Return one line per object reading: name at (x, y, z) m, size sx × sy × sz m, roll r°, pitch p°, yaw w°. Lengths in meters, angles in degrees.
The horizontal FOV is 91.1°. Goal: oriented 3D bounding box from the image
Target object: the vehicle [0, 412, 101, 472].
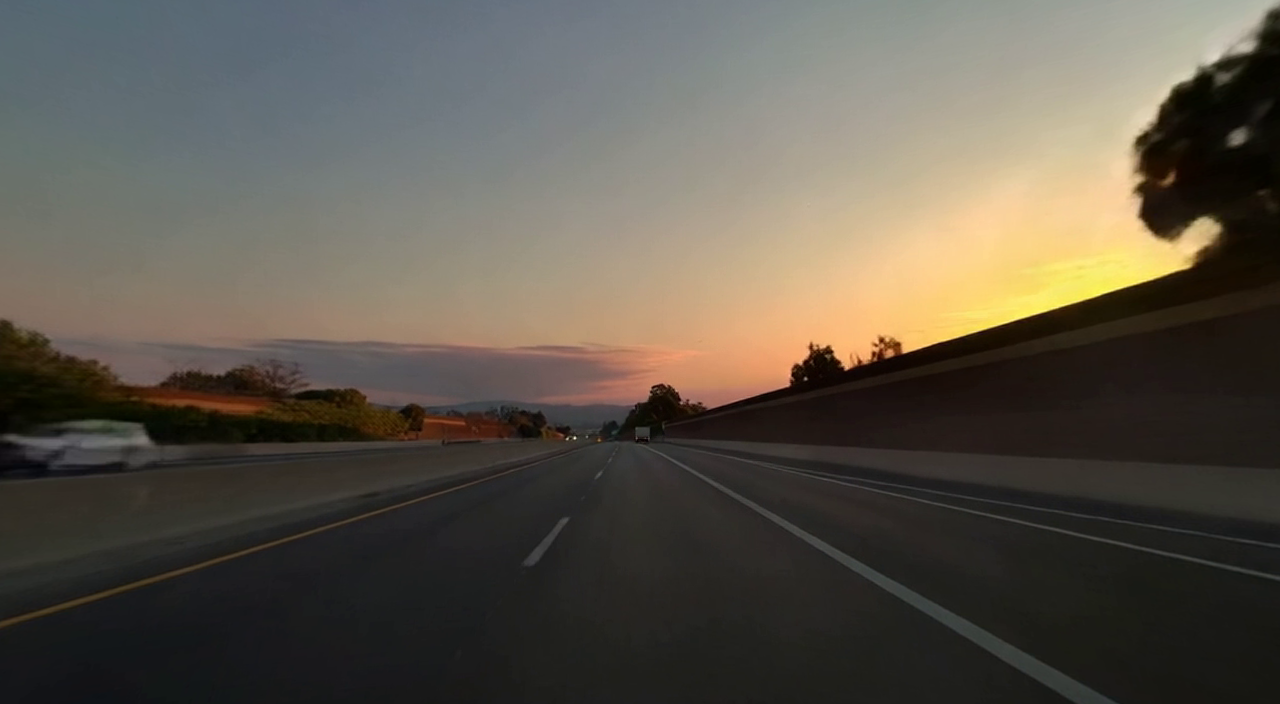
vehicle at (-18.398, 2.596, 18.231) m, size 1.803 × 1.644 × 4.170 m, roll 1°, pitch -8°, yaw -1°
